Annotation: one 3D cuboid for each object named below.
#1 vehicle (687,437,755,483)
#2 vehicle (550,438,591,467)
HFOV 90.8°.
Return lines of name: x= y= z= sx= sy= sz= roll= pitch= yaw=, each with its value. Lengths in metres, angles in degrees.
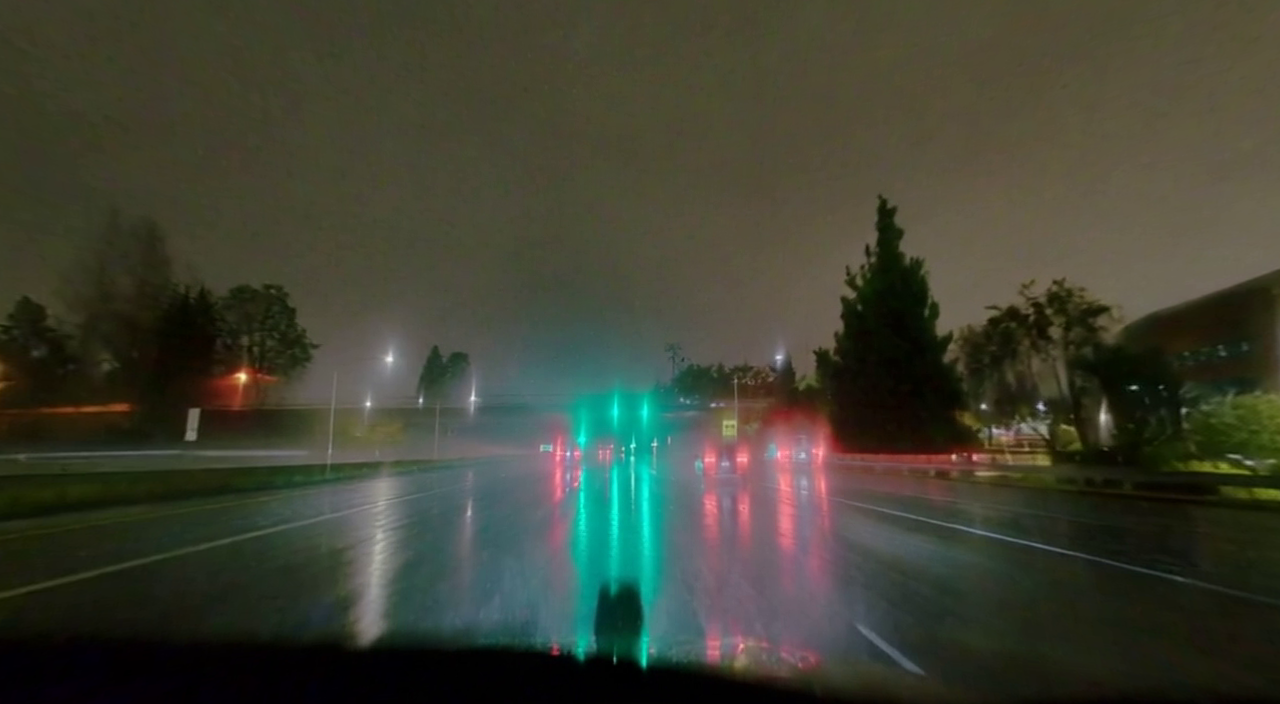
vehicle: x=3.117 y=4.253 z=25.217 sx=1.997 sy=1.686 sz=4.247 roll=0 pitch=-8 yaw=-2
vehicle: x=-4.506 y=6.603 z=41.578 sx=2.176 sy=1.779 sz=4.755 roll=0 pitch=-8 yaw=0
